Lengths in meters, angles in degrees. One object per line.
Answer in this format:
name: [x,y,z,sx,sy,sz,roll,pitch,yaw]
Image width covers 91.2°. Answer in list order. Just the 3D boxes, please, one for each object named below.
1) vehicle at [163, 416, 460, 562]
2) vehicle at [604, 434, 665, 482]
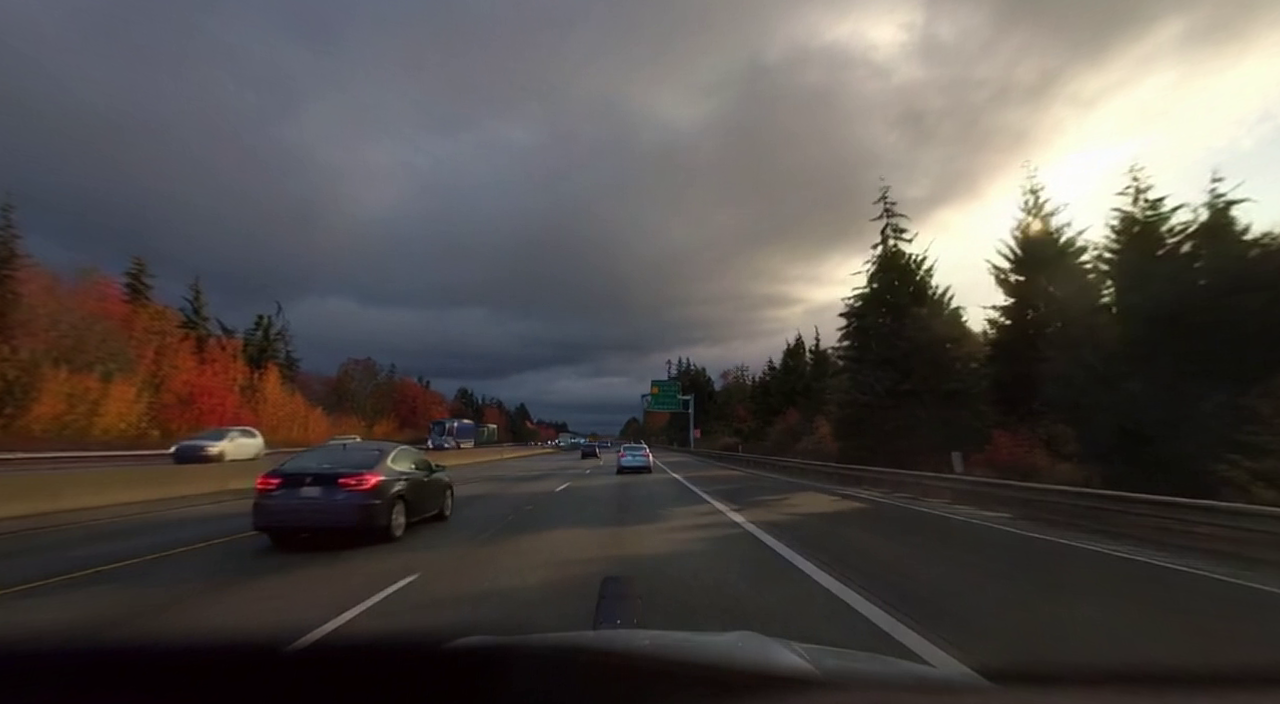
vehicle: [-4.376,1.909,9.454,1.931,1.603,4.739,0,-9,-1]
vehicle: [-0.223,4.018,23.965,2.115,1.661,4.049,0,-9,0]
